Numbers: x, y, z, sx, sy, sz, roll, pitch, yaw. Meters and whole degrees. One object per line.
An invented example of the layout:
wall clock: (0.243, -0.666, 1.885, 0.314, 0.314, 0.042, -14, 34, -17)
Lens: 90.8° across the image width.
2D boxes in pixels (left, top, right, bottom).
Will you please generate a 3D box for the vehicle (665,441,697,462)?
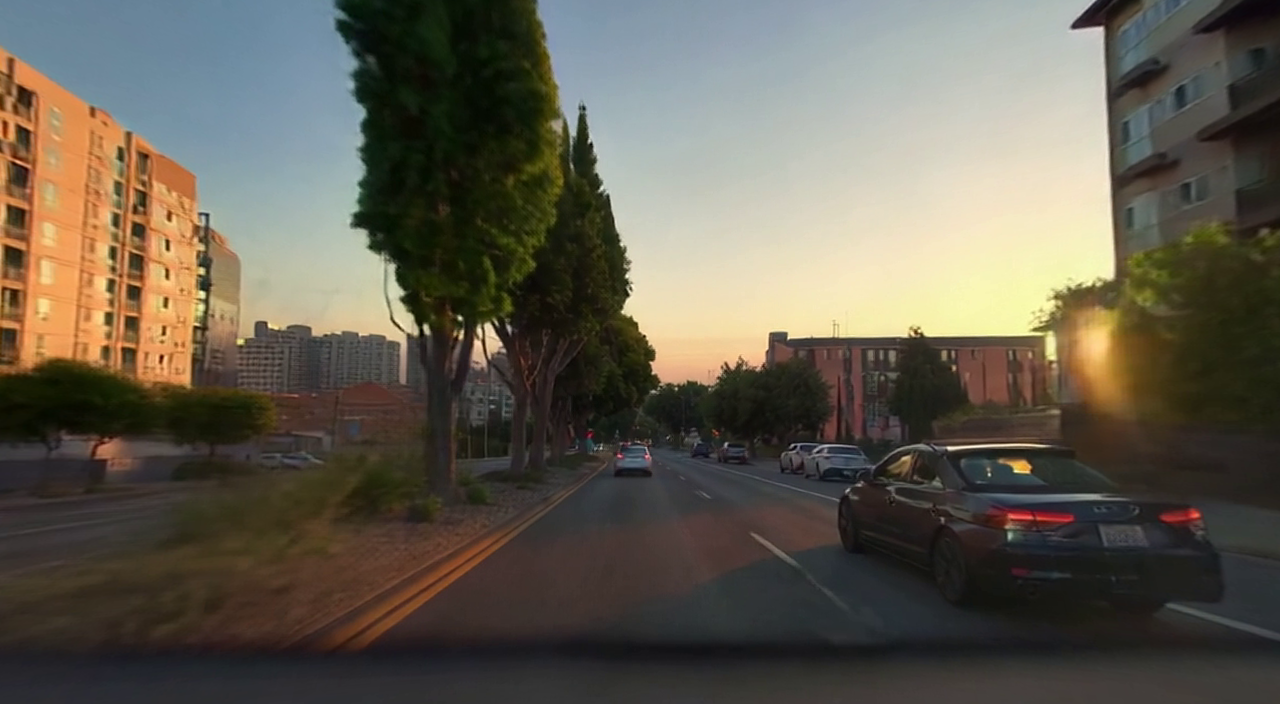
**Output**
vehicle: (3.012, 7.401, 46.943, 1.910, 1.474, 4.003, 0, -9, -2)

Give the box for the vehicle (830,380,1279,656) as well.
vehicle: (3.478, 1.337, 6.072, 1.949, 1.723, 4.020, 0, -9, -1)

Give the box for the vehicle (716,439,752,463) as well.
vehicle: (7.281, 7.745, 49.374, 2.115, 1.739, 4.528, 0, -9, -1)

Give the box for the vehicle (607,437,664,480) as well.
vehicle: (-0.175, 4.046, 24.153, 2.006, 1.487, 3.535, 0, -9, 0)
